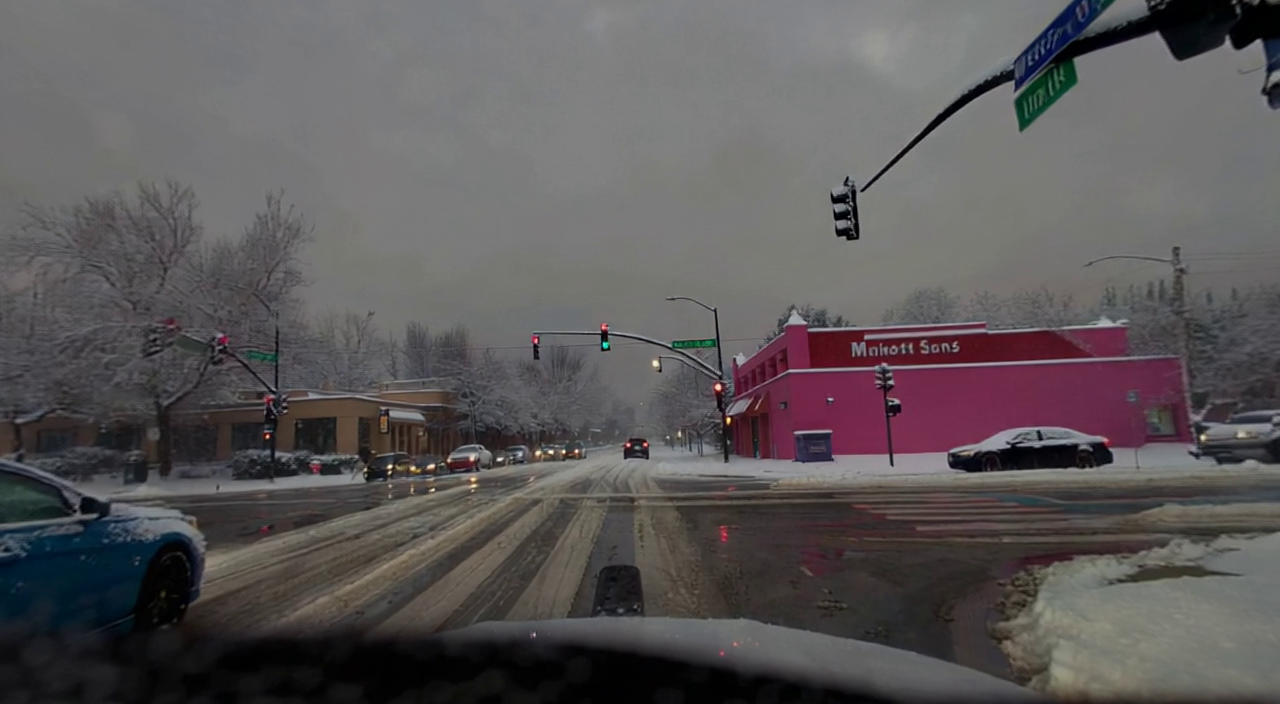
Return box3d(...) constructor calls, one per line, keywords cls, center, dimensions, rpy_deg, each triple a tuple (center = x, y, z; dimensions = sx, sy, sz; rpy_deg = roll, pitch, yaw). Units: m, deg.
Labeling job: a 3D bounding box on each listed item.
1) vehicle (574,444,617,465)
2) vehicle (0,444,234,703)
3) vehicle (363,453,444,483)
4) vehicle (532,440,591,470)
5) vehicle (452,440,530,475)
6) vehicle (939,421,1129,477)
box3d(cls="vehicle", center=(-3.043, 7.167, 44.031), dimensions=(1.743, 1.362, 4.350), rpy_deg=(-2, -9, 14))
box3d(cls="vehicle", center=(-3.688, 0.978, 2.144), dimensions=(1.759, 1.325, 4.295), rpy_deg=(0, -9, 0))
box3d(cls="vehicle", center=(-12.586, 6.175, 33.872), dimensions=(1.976, 1.425, 4.567), rpy_deg=(-1, -9, 9))
box3d(cls="vehicle", center=(-4.497, 5.993, 36.856), dimensions=(1.928, 1.647, 4.575), rpy_deg=(-2, -9, 13))
box3d(cls="vehicle", center=(-8.393, 5.980, 36.058), dimensions=(2.152, 1.825, 5.406), rpy_deg=(-2, -9, 12))
box3d(cls="vehicle", center=(11.575, 2.892, 18.791), dimensions=(4.355, 1.546, 1.820), rpy_deg=(-1, -9, 6))
